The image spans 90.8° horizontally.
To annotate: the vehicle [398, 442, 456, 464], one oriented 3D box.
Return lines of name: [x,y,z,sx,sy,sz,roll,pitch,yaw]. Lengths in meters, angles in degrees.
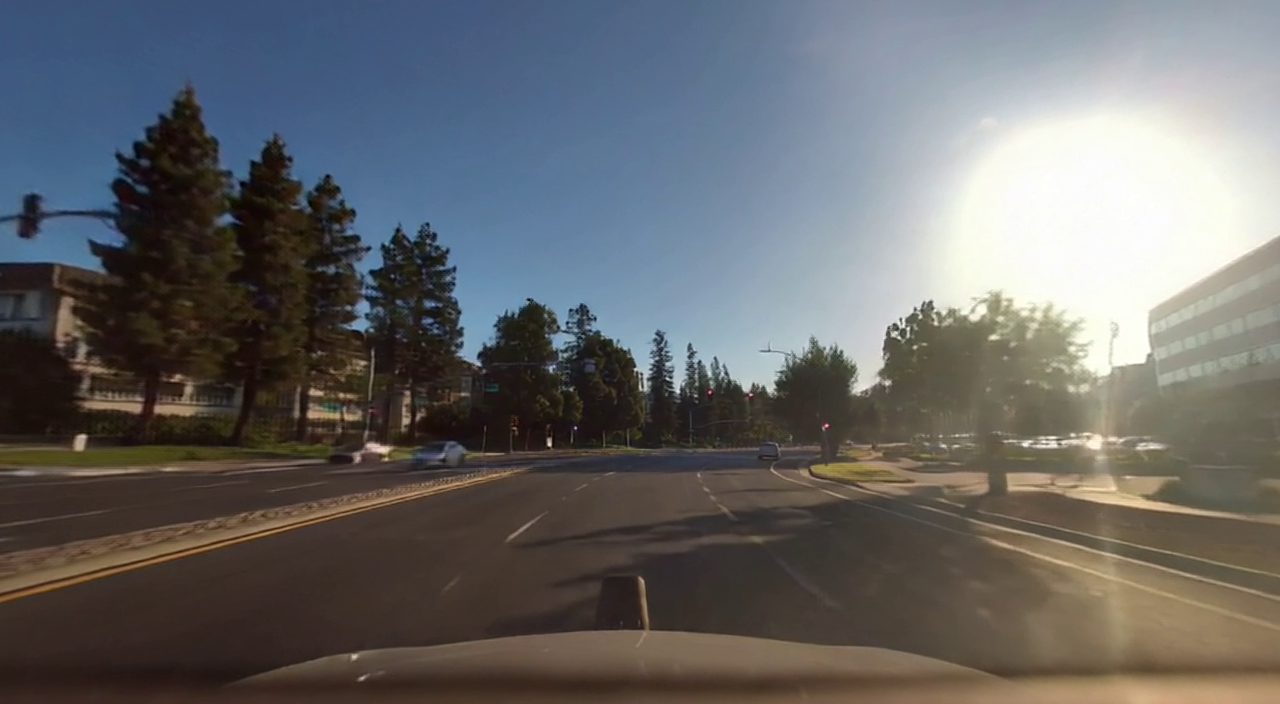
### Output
vehicle: [-15.231,7.264,45.490,1.975,1.500,4.814,-1,-8,7]

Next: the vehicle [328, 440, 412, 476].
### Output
vehicle: [-13.756,5.400,32.532,2.080,1.695,4.454,-1,-8,5]
